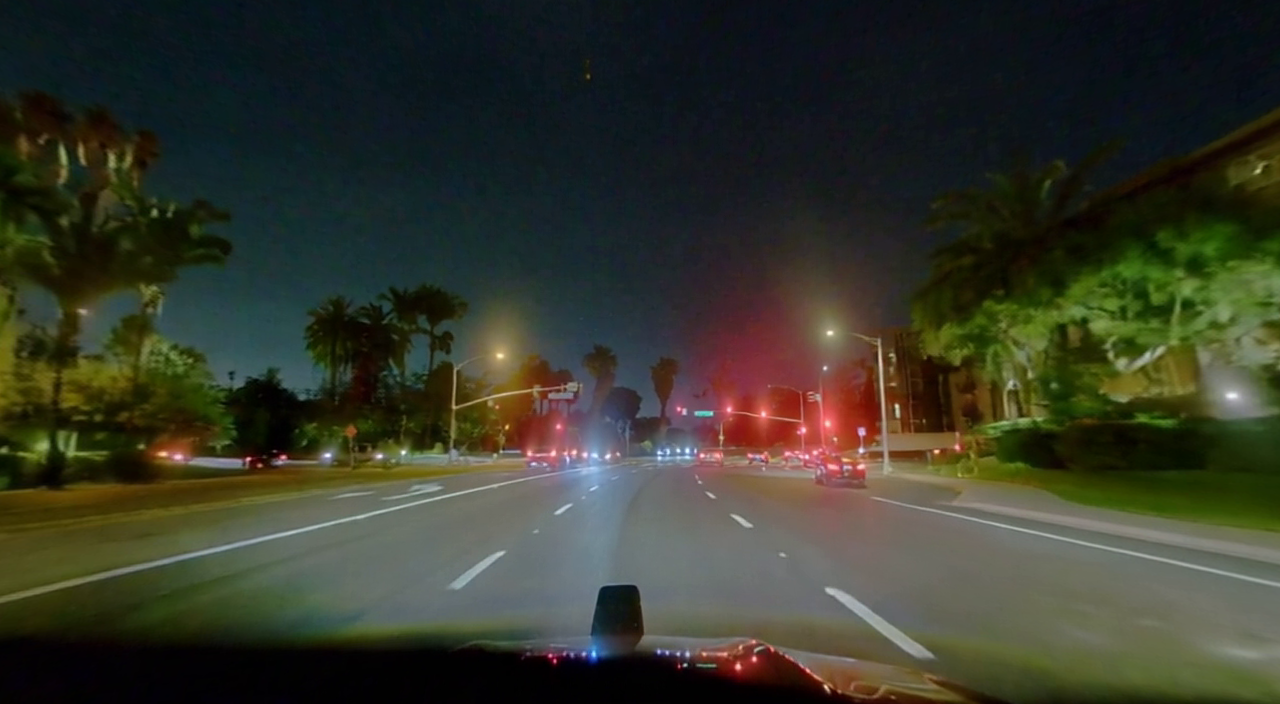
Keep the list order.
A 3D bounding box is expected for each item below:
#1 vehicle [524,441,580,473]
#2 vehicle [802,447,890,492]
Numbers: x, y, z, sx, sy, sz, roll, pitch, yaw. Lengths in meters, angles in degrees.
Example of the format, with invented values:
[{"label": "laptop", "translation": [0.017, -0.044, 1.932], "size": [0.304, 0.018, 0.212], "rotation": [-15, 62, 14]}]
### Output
[{"label": "vehicle", "translation": [-5.108, 6.182, 37.445], "size": [2.072, 1.738, 4.757], "rotation": [-1, -9, 8]}, {"label": "vehicle", "translation": [7.455, 4.284, 23.372], "size": [2.144, 1.473, 4.638], "rotation": [-1, -9, 6]}]
